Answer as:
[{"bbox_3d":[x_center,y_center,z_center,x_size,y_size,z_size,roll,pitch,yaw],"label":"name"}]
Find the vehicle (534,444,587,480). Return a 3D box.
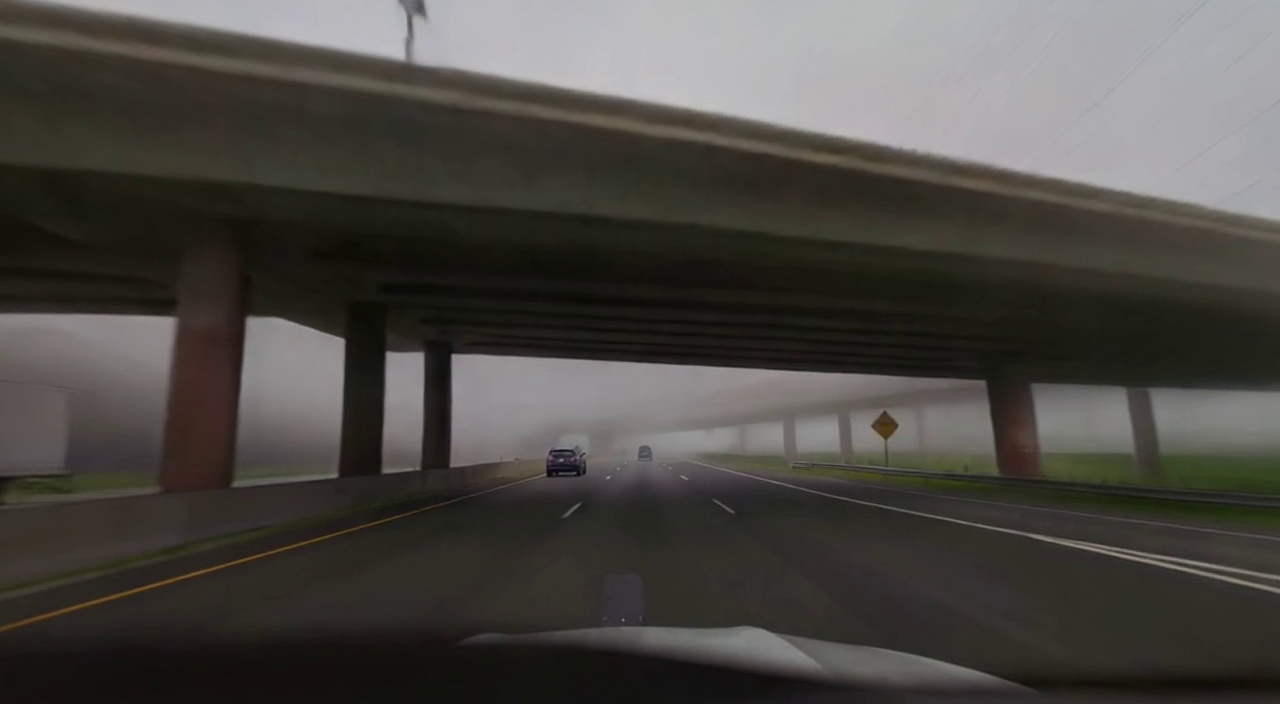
[{"bbox_3d":[-3.717,5.242,30.221,1.924,1.550,4.165,0,-9,1],"label":"vehicle"}]
